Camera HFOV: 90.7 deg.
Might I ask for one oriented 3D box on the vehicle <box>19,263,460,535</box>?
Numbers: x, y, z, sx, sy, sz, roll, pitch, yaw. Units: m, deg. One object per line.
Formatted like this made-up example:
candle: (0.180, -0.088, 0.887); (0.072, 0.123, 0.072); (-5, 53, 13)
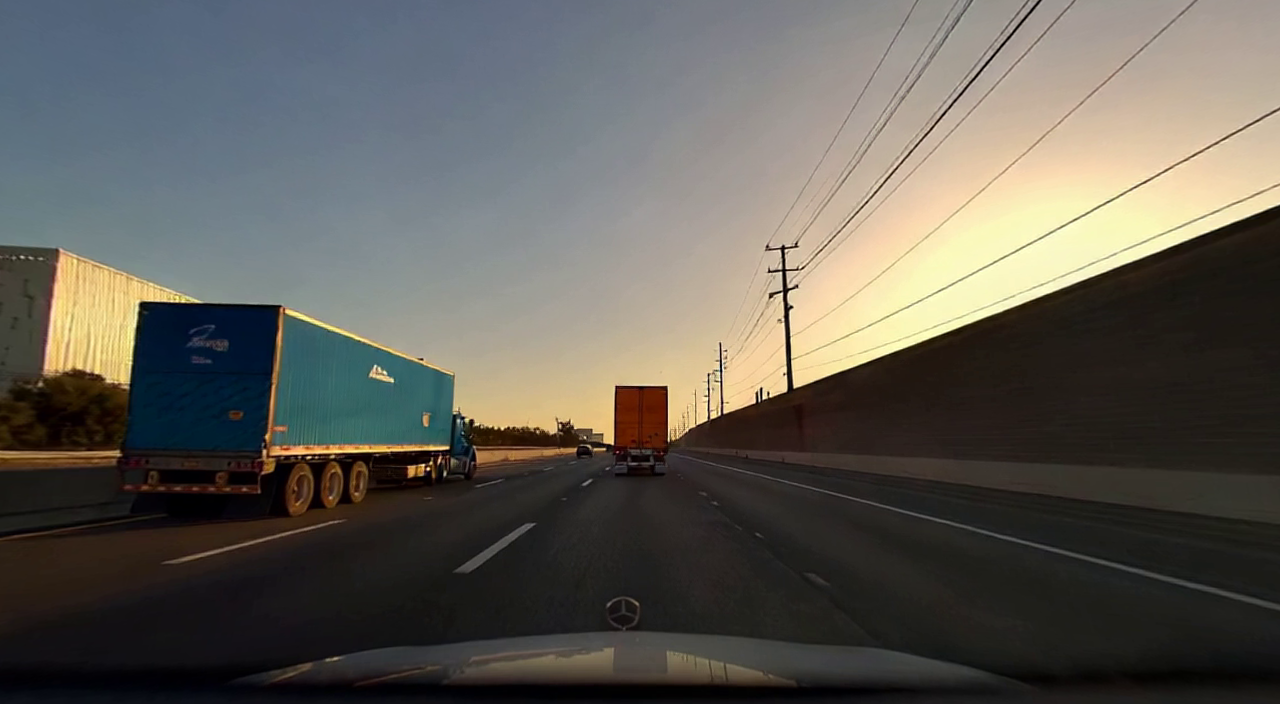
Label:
vehicle: (-7.367, 1.446, 14.811); (2.937, 3.981, 11.119); (-1, -9, 0)

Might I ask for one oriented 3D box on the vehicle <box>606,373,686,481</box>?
vehicle: (0.140, 3.446, 27.856); (2.858, 3.847, 10.034); (0, -9, -1)
